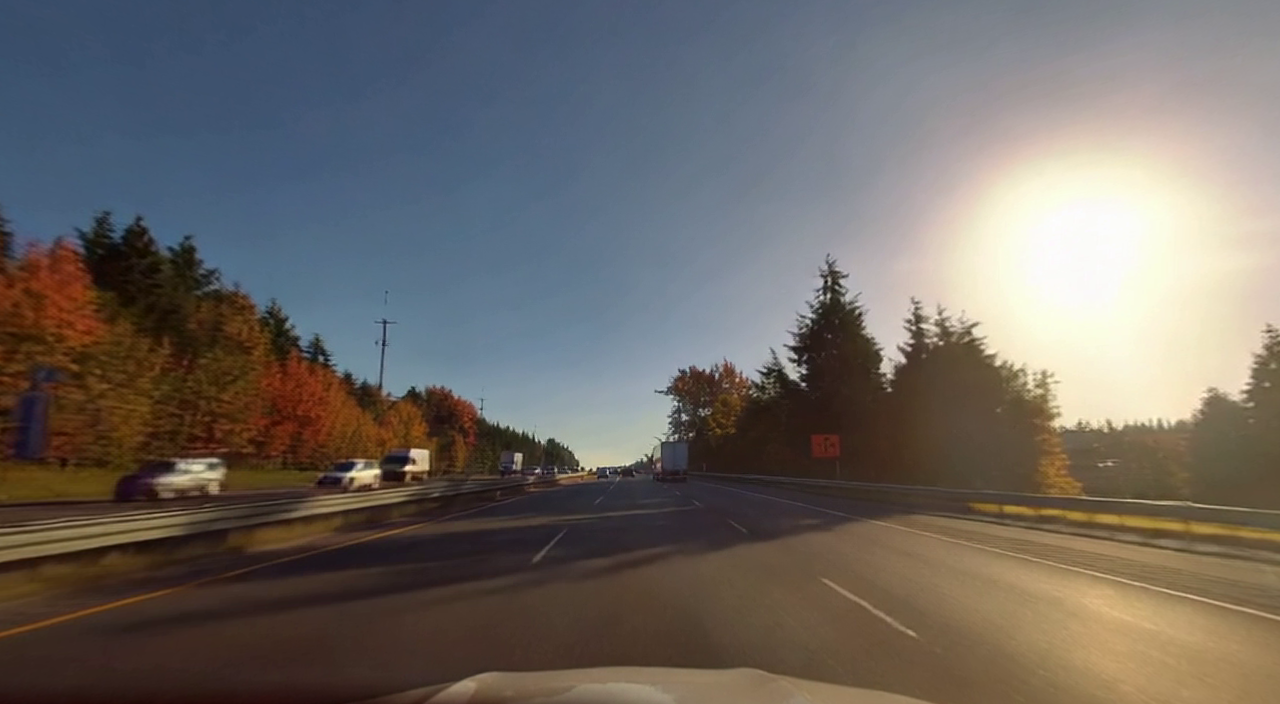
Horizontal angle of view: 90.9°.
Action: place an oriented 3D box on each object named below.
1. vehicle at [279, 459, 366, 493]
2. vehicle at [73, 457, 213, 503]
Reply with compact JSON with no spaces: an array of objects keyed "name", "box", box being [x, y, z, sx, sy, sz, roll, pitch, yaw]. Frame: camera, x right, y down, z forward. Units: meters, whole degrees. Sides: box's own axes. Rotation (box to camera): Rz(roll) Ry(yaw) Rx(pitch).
[{"name":"vehicle","box":[-15.914,6.238,31.885,1.960,1.568,4.592,1,-10,0]},{"name":"vehicle","box":[-19.489,5.036,25.039,1.944,1.636,4.409,1,-10,-1]}]
